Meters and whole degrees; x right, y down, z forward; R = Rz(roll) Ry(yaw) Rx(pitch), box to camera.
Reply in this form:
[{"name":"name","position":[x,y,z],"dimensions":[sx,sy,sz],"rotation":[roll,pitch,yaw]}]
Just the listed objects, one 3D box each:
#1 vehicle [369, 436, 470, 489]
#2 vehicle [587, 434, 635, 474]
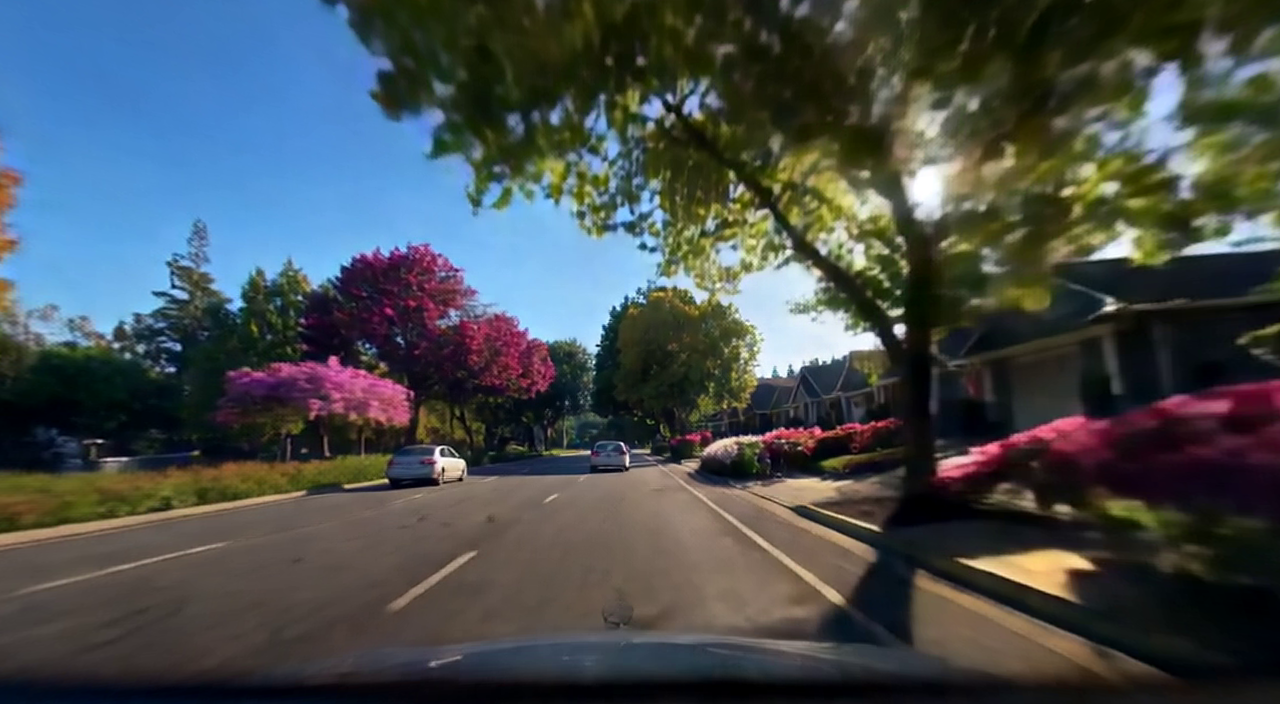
[{"name":"vehicle","position":[-7.717,3.892,22.641],"dimensions":[1.993,1.657,4.487],"rotation":[0,-8,0]},{"name":"vehicle","position":[-1.294,4.883,30.577],"dimensions":[2.070,1.764,4.552],"rotation":[0,-8,0]}]
